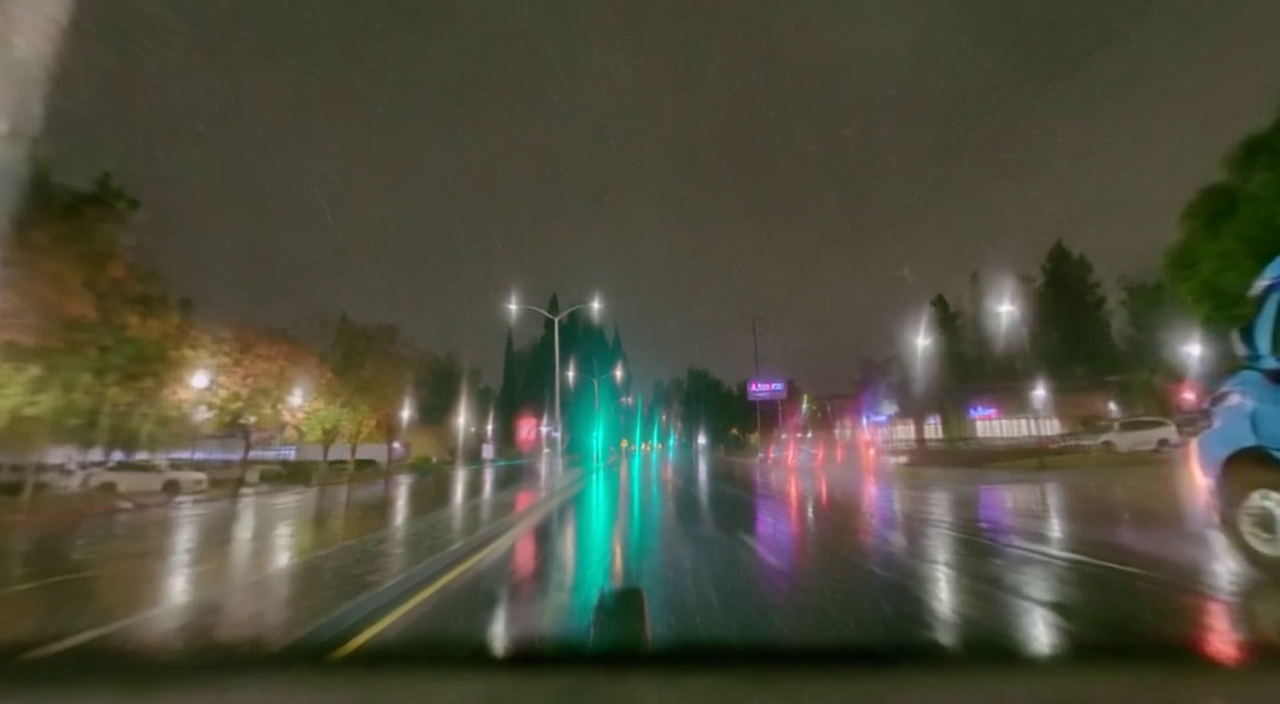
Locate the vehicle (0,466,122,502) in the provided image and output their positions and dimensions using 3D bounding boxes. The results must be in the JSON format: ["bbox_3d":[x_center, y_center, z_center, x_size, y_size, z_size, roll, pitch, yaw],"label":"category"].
[{"bbox_3d":[-27.663,6.258,30.257,4.123,1.470,1.886,5,-10,-33],"label":"vehicle"}]

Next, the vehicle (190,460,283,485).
[{"bbox_3d":[-26.530,7.900,41.725,4.810,1.465,2.056,3,-9,-22],"label":"vehicle"}]

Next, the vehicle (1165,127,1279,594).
[{"bbox_3d":[6.864,-0.677,0.354,3.120,3.794,11.510,0,-9,0],"label":"vehicle"}]

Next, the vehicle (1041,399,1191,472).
[{"bbox_3d":[25.570,4.647,34.521,2.718,3.538,7.077,-1,-9,2],"label":"vehicle"}]
